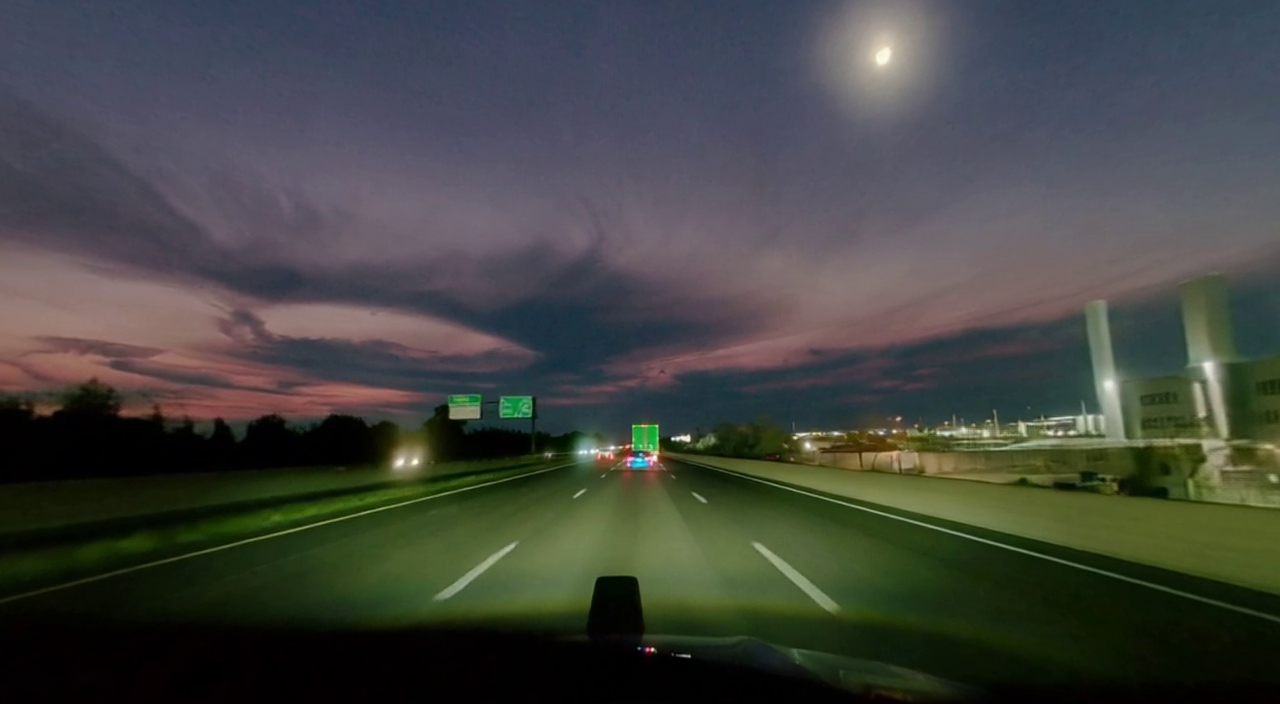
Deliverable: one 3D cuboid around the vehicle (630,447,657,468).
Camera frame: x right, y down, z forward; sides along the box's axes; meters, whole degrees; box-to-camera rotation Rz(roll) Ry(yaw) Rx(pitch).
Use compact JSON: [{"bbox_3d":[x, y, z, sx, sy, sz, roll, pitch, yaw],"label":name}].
[{"bbox_3d":[0.290,8.320,49.643,2.094,1.559,3.945,-1,-9,1],"label":"vehicle"}]
